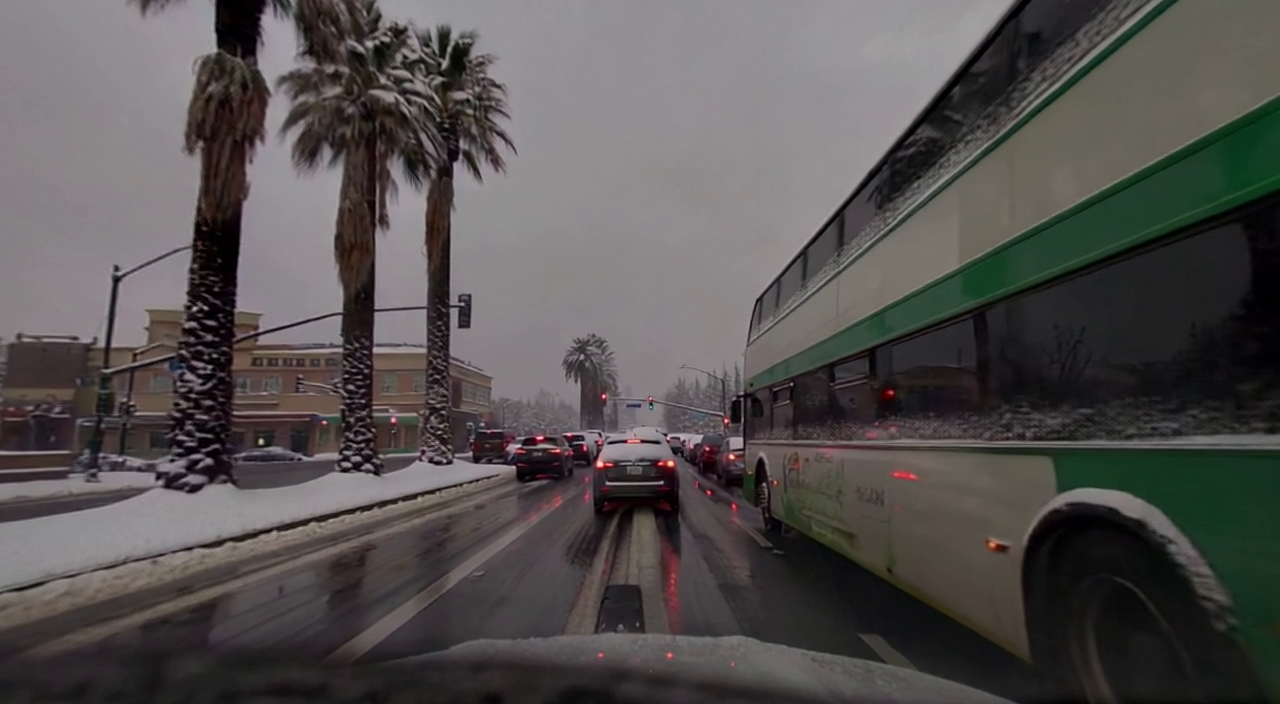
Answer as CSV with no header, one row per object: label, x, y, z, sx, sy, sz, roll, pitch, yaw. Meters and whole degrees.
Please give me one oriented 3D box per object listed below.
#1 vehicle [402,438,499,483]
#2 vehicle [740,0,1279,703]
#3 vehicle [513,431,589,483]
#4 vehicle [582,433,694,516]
vehicle,-6.819,3.965,23.360,1.927,1.480,4.832,0,-9,2
vehicle,3.567,0.224,6.297,2.970,4.015,13.606,0,-9,0
vehicle,-3.164,3.867,23.442,2.020,1.721,4.366,-1,-9,2
vehicle,-0.030,2.529,13.539,2.060,1.499,3.831,0,-9,0
